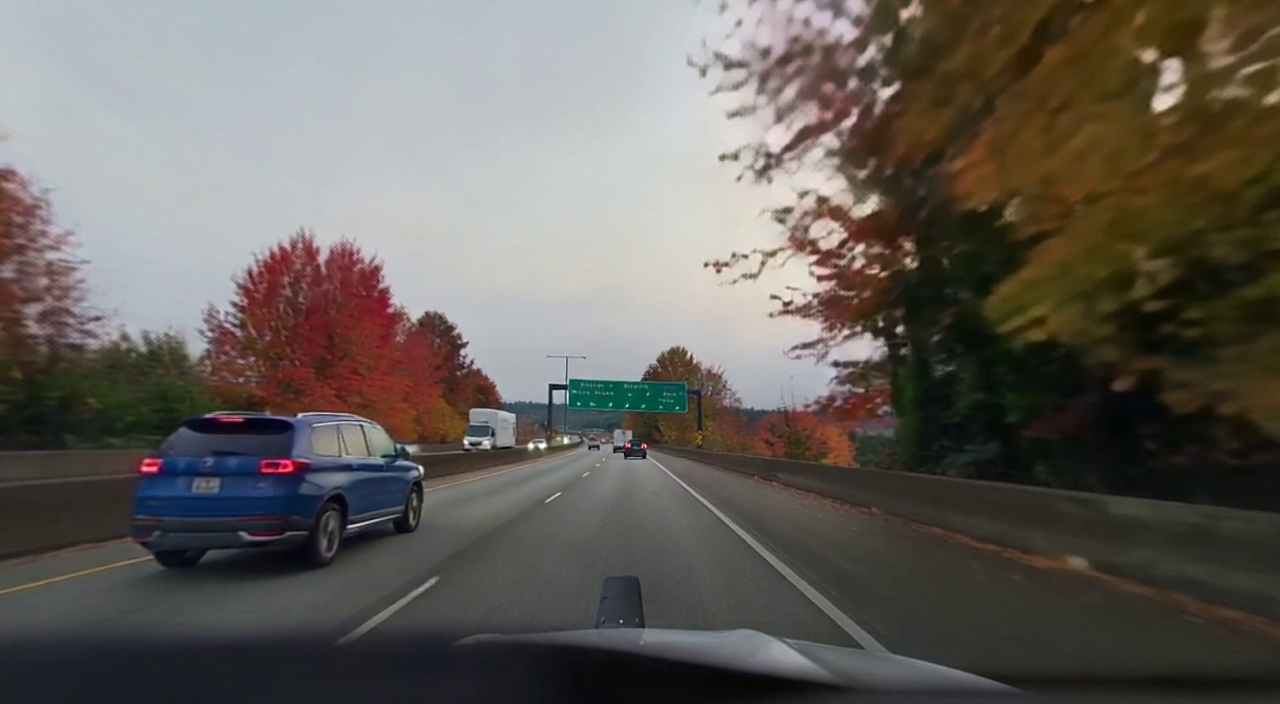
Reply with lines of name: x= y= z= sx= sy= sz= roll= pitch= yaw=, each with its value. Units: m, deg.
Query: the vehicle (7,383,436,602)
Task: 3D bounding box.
vehicle: x=-3.999 y=1.413 z=7.146 sx=1.924 sy=1.720 sz=4.195 roll=0 pitch=-8 yaw=0

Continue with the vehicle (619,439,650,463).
vehicle: x=-0.363 y=6.526 z=41.612 sx=1.939 sy=1.497 sz=3.863 roll=0 pitch=-8 yaw=-1
